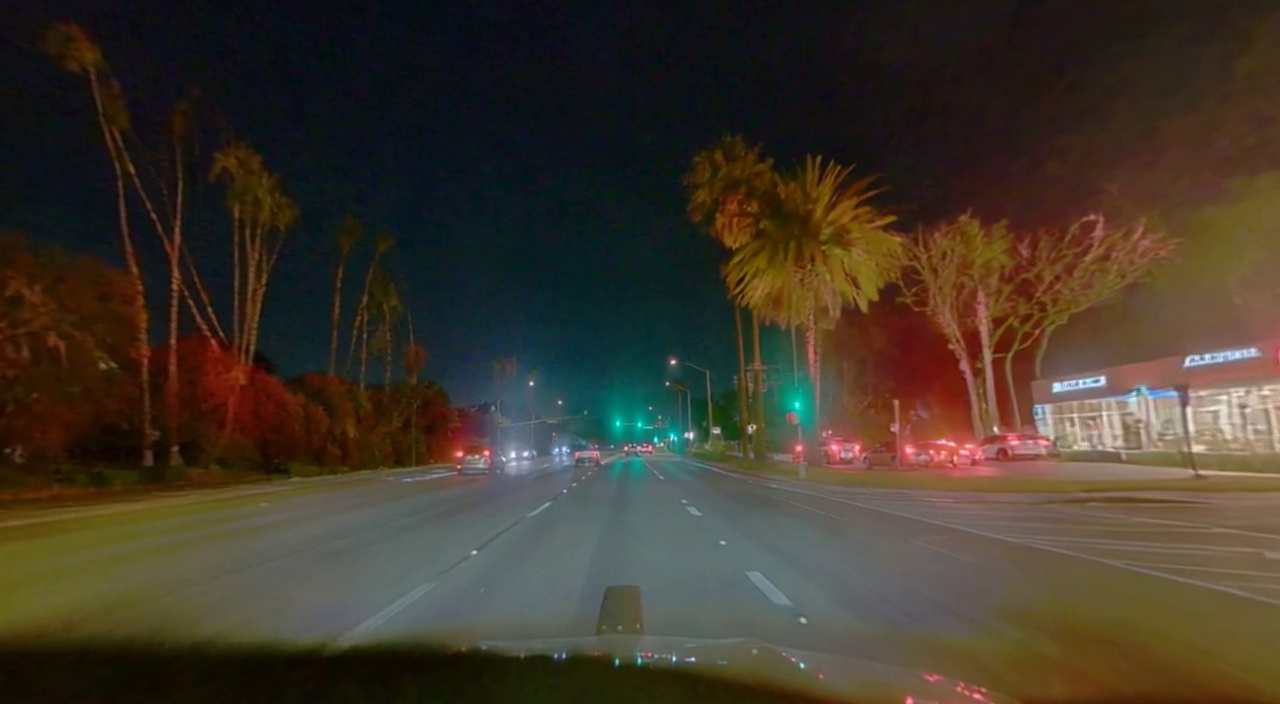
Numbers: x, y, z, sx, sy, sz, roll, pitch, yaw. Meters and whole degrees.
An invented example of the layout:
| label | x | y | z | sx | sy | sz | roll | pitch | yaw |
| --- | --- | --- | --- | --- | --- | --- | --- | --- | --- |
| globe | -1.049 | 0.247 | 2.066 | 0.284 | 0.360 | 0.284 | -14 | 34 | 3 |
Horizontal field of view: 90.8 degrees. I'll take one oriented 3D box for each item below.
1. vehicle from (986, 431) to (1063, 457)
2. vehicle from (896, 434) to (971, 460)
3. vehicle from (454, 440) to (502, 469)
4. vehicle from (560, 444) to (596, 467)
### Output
| label | x | y | z | sx | sy | sz | roll | pitch | yaw |
| --- | --- | --- | --- | --- | --- | --- | --- | --- | --- |
| vehicle | 26.563 | 6.400 | 43.866 | 4.294 | 1.705 | 2.233 | -5 | -10 | 27 |
| vehicle | 20.258 | 6.590 | 43.687 | 4.548 | 1.741 | 1.971 | -4 | -10 | 26 |
| vehicle | -10.447 | 6.606 | 40.985 | 2.022 | 1.746 | 4.406 | 0 | -9 | -1 |
| vehicle | -4.181 | 7.032 | 43.202 | 2.181 | 1.483 | 4.123 | 0 | -9 | -1 |
